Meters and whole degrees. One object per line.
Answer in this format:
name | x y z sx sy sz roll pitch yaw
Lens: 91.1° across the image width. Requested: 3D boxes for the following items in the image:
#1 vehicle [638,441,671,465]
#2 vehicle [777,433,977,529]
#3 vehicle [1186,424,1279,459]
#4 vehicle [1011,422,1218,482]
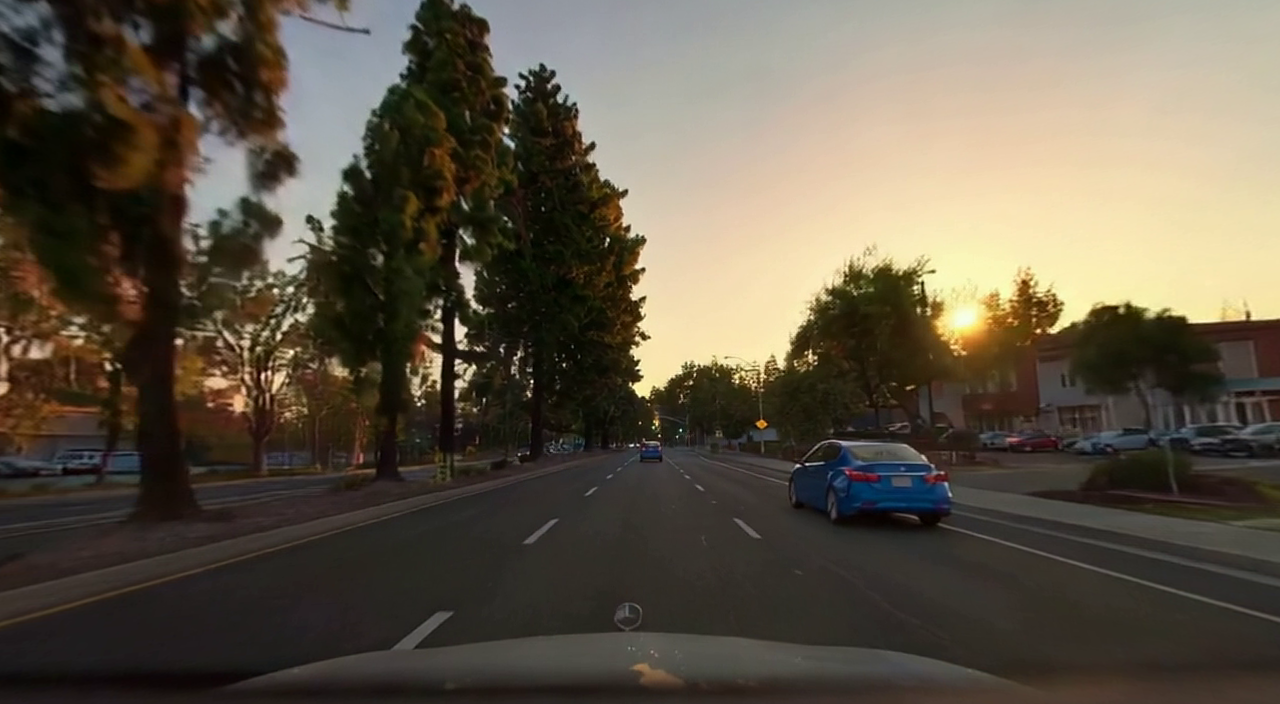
vehicle | 0.943 6.844 42.706 2.144 1.505 4.128 0 -9 0
vehicle | 4.228 2.380 12.205 2.053 1.482 4.568 0 -9 -1
vehicle | 27.584 3.996 28.089 4.440 1.475 1.906 0 -9 0
vehicle | 14.607 3.109 19.548 4.722 1.500 1.975 -4 -9 0
